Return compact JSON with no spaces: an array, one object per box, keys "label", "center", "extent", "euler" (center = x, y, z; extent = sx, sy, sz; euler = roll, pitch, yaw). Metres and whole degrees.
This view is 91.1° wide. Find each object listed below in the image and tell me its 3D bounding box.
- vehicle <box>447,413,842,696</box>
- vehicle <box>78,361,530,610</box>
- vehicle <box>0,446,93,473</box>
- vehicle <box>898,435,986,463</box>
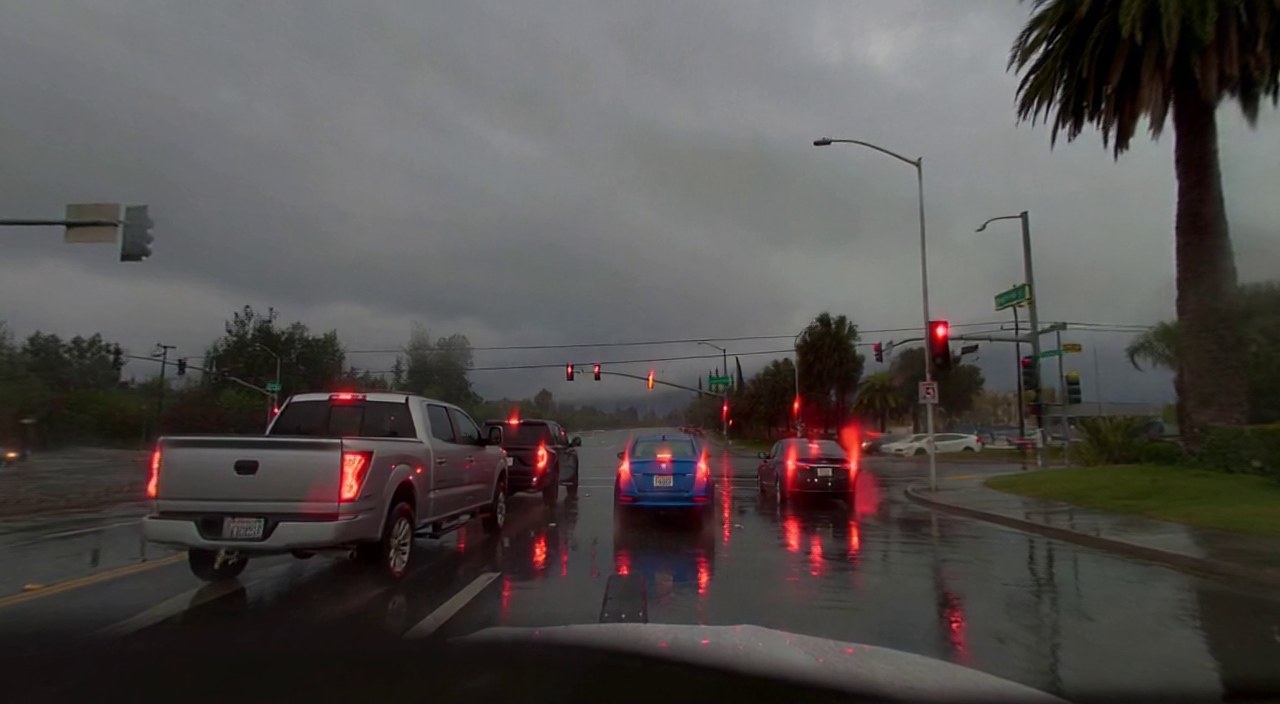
[{"label":"vehicle","center":[0.053,1.399,5.528],"extent":[2.122,1.501,4.152],"euler":[0,-8,1]},{"label":"vehicle","center":[-3.209,1.471,7.914],"extent":[2.330,1.969,5.626],"euler":[-1,-8,3]},{"label":"vehicle","center":[-37.079,6.632,38.878],"extent":[4.576,1.617,1.937],"euler":[0,-8,2]},{"label":"vehicle","center":[18.847,6.079,39.305],"extent":[4.466,1.717,1.963],"euler":[0,-8,2]}]
